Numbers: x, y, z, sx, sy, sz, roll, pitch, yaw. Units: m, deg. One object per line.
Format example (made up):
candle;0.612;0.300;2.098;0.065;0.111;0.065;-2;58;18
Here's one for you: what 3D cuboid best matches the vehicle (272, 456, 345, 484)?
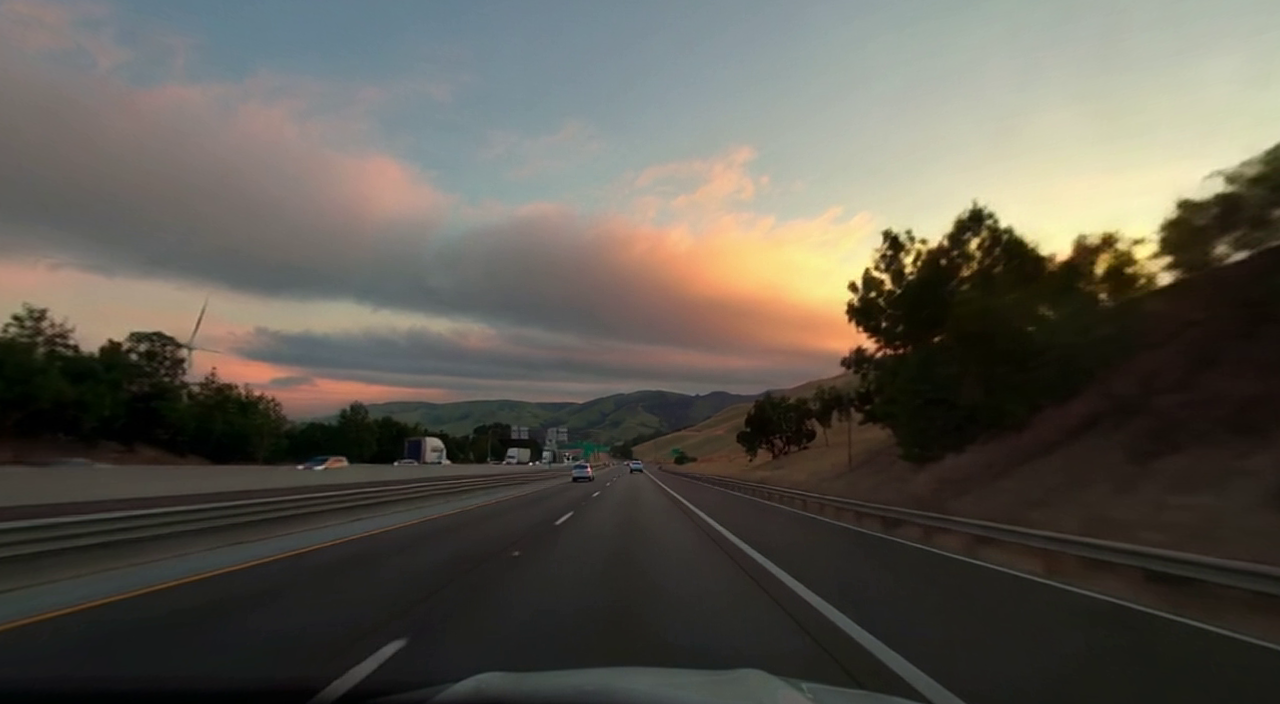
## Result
vehicle;-19.127;6.863;36.623;1.906;1.490;4.203;1;-10;0
